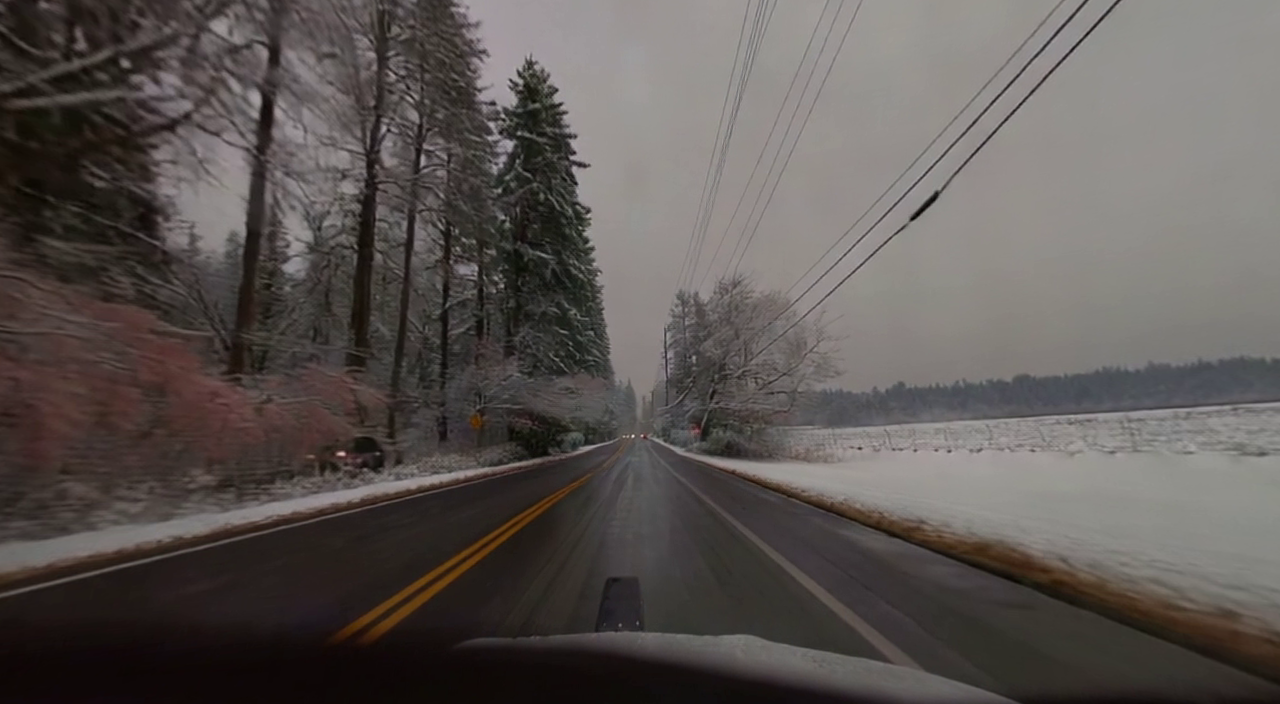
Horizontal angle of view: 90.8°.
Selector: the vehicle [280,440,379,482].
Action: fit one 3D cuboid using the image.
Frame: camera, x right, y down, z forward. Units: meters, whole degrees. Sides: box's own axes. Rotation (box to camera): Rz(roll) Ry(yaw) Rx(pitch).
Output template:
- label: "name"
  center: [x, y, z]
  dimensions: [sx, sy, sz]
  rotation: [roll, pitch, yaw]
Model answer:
- label: "vehicle"
  center: [-13.629, 4.785, 28.098]
  dimensions: [2.030, 1.688, 4.527]
  rotation: [0, -8, 0]
